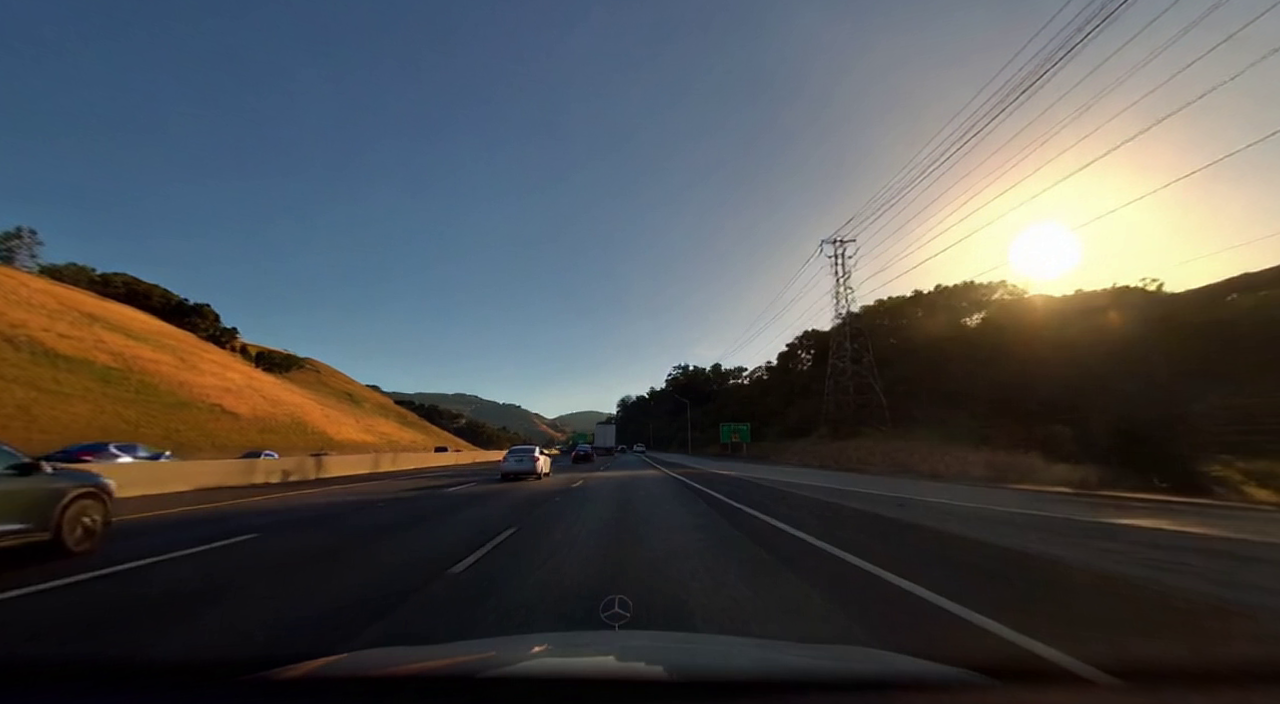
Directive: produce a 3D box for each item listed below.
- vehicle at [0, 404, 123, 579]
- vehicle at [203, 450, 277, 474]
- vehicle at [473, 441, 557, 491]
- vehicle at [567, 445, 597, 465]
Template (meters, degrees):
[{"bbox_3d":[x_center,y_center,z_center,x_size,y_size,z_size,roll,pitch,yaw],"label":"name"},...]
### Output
[{"bbox_3d":[-7.613,1.278,5.483,2.101,1.773,4.880,0,-9,0],"label":"vehicle"},{"bbox_3d":[-26.055,7.128,41.333,1.841,1.449,4.570,0,-9,0],"label":"vehicle"},{"bbox_3d":[-4.177,3.860,21.848,1.963,1.533,4.477,0,-9,0],"label":"vehicle"},{"bbox_3d":[-4.508,8.083,49.832,2.038,1.533,4.103,0,-9,-1],"label":"vehicle"}]
